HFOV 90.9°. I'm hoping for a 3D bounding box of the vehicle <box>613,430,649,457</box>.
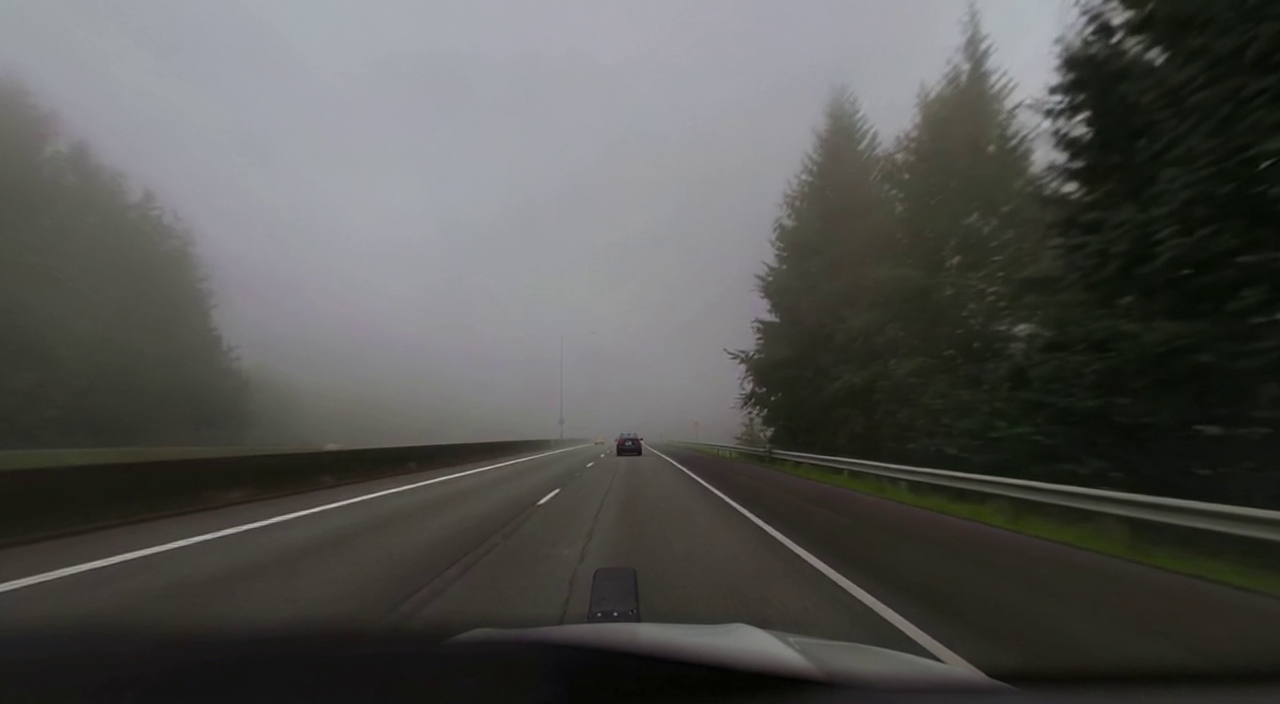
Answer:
[{"bbox_3d":[-0.587,5.737,39.634,2.151,1.618,3.898,0,-8,-2],"label":"vehicle"}]
